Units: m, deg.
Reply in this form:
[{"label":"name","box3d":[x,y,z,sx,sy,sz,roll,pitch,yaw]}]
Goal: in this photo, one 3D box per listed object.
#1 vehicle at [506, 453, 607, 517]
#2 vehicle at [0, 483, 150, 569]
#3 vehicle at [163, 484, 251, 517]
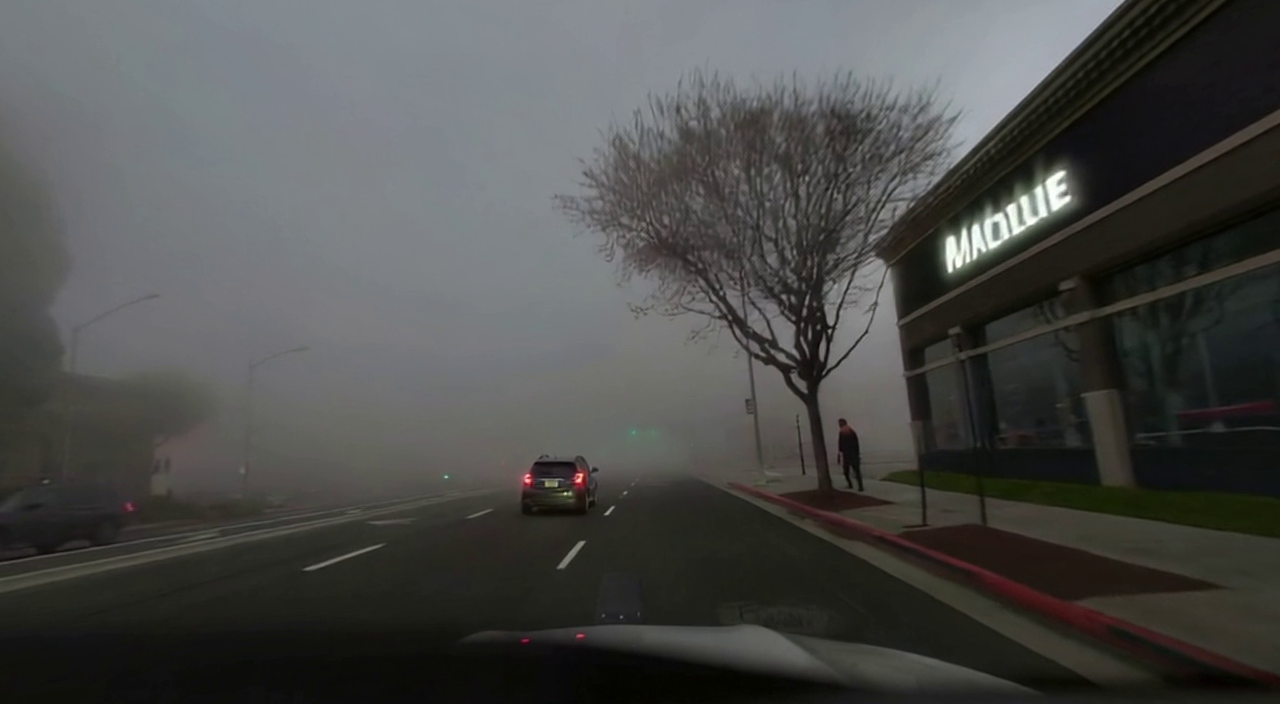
[{"label":"vehicle","box3d":[-2.062,3.434,16.798,1.977,1.451,4.032,0,-9,2]},{"label":"vehicle","box3d":[-13.443,3.717,13.712,1.922,1.481,4.441,0,-9,2]},{"label":"vehicle","box3d":[-28.710,9.829,42.085,1.984,1.726,4.592,-1,-8,11]}]
